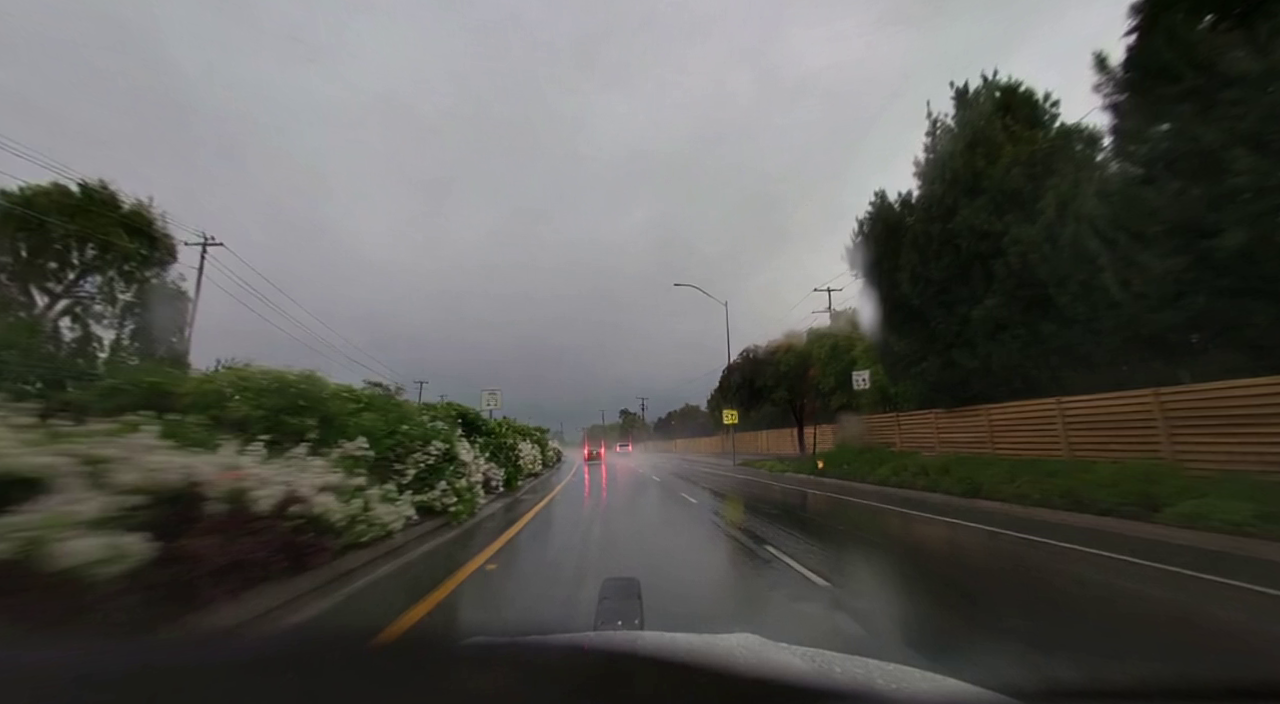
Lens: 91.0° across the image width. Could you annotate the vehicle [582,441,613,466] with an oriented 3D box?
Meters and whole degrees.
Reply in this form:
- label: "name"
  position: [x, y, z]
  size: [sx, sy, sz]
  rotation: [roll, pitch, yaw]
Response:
- label: "vehicle"
  position: [-3.028, 7.015, 43.841]
  size: [2.005, 1.633, 4.044]
  rotation: [1, -8, -6]
